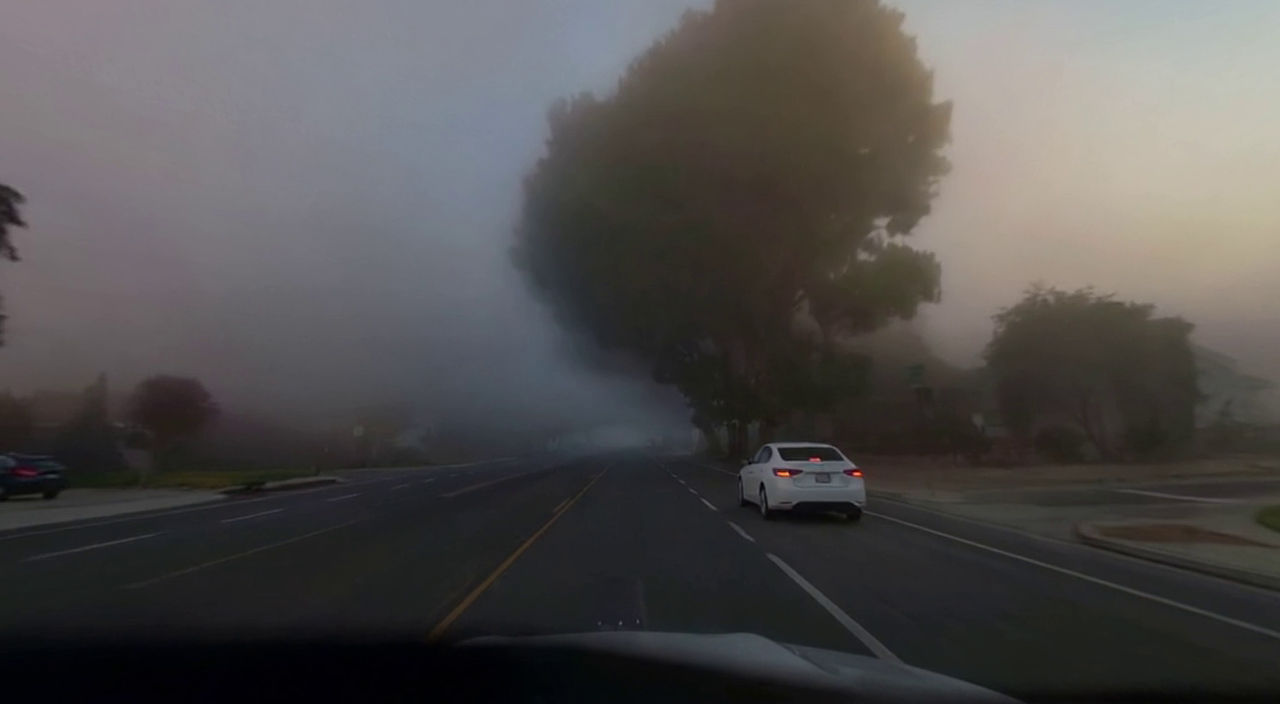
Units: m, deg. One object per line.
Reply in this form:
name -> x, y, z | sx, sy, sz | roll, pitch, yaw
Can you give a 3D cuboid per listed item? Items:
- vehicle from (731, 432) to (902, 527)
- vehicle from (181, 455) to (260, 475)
vehicle -> 3.152, 2.367, 12.345 | 2.057, 1.493, 4.225 | 0, -8, -1
vehicle -> -31.777, 8.528, 47.886 | 4.684, 1.435, 1.893 | 0, -9, 3
